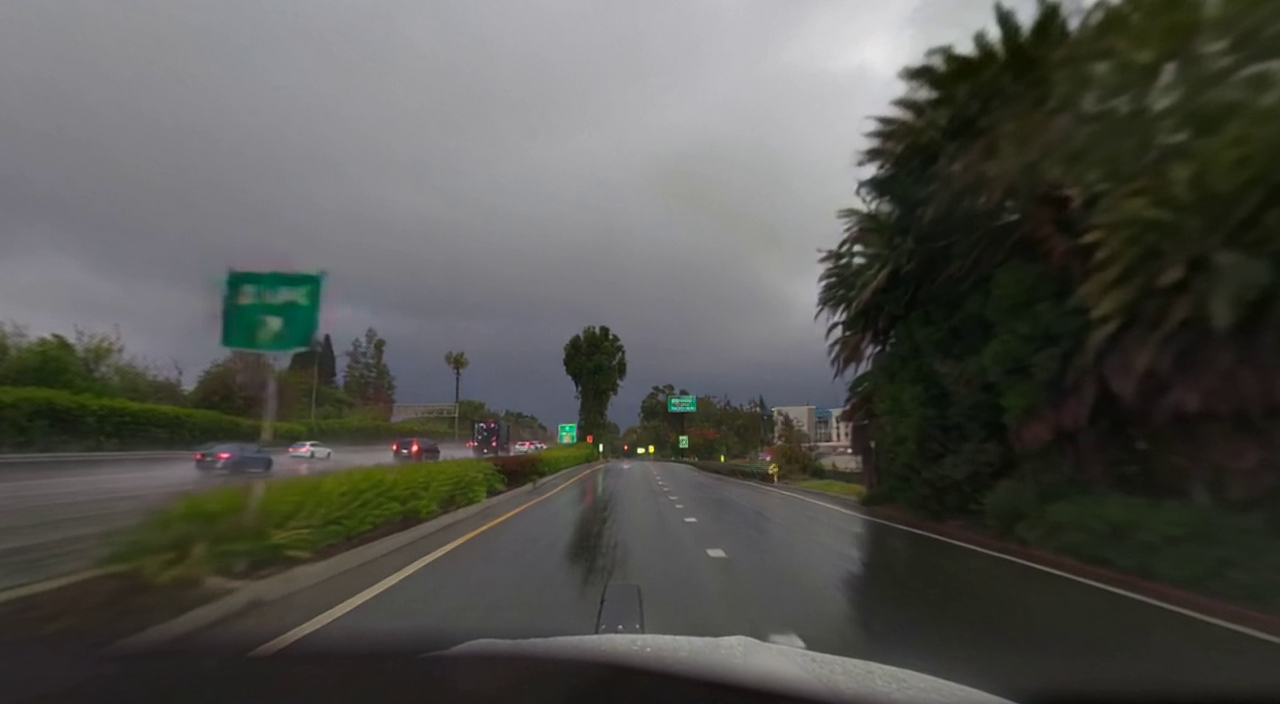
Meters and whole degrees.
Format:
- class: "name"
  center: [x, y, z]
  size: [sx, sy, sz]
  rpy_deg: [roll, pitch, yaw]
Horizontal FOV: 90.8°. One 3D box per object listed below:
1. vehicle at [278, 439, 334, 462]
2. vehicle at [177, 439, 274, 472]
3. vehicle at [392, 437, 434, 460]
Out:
- class: "vehicle"
  center: [-25.104, 7.412, 47.679]
  size: [1.998, 1.648, 4.495]
  rpy_deg: [0, -9, -3]
- class: "vehicle"
  center: [-20.498, 5.141, 31.511]
  size: [1.933, 1.496, 4.516]
  rpy_deg: [0, -9, -3]
- class: "vehicle"
  center: [-17.596, 7.481, 49.083]
  size: [1.919, 1.658, 4.084]
  rpy_deg: [0, -9, -3]
